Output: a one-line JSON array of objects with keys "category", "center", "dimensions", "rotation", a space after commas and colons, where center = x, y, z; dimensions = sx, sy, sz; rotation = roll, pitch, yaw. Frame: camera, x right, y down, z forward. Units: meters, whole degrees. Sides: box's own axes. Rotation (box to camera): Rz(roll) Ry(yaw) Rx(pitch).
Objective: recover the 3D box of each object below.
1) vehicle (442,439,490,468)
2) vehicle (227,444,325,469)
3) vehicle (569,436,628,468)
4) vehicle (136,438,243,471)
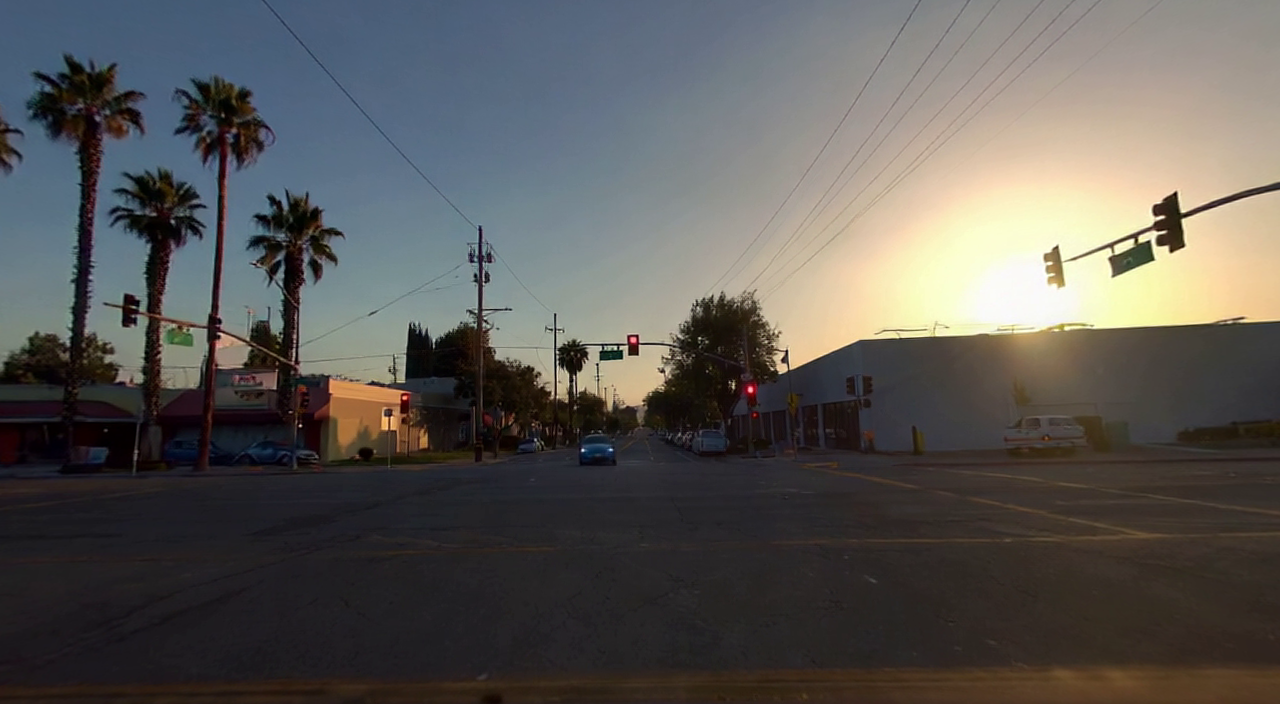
[{"category": "vehicle", "center": [-11.965, 6.986, 43.718], "dimensions": [2.016, 1.717, 4.287], "rotation": [-2, -7, 1]}, {"category": "vehicle", "center": [-22.299, 6.422, 38.842], "dimensions": [4.849, 1.444, 1.881], "rotation": [0, -8, 1]}, {"category": "vehicle", "center": [-2.230, 5.110, 32.515], "dimensions": [2.223, 1.490, 5.094], "rotation": [2, -9, -12]}, {"category": "vehicle", "center": [-25.911, 5.920, 36.457], "dimensions": [4.613, 1.820, 2.021], "rotation": [-1, -9, 3]}]
